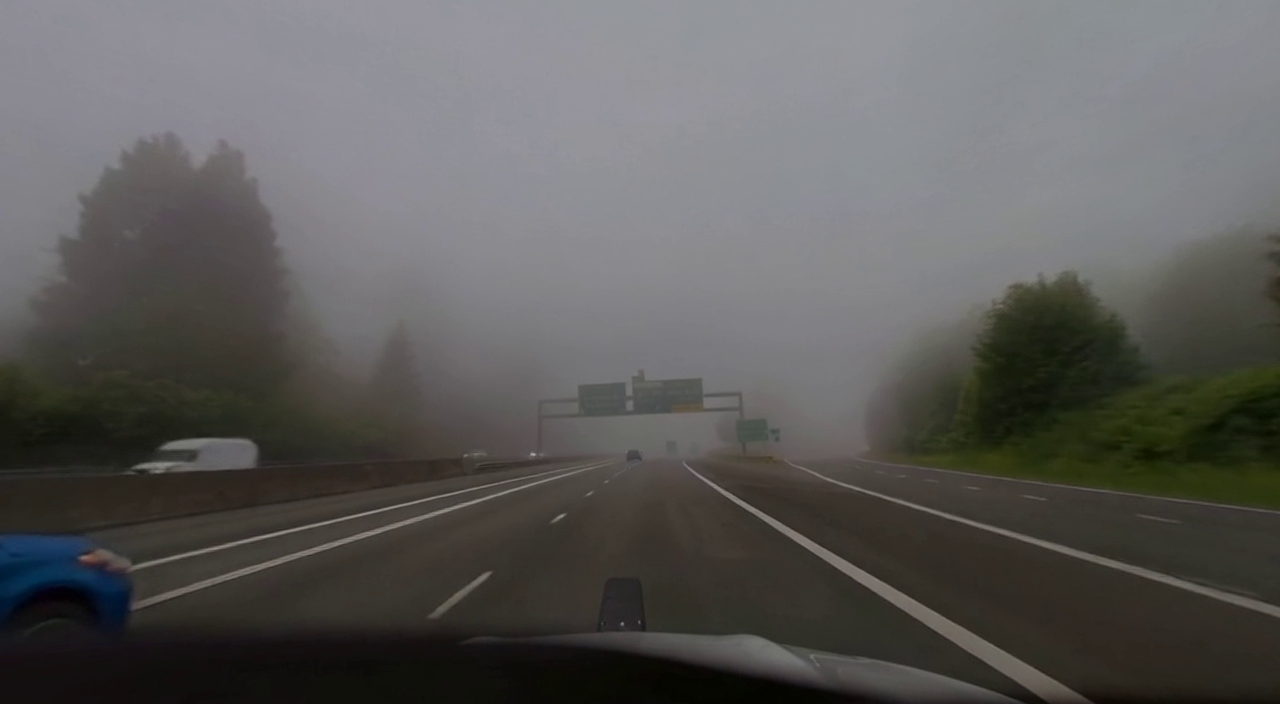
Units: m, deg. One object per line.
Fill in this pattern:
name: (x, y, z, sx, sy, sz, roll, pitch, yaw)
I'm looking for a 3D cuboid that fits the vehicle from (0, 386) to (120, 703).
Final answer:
vehicle: (-3.555, 0.655, 0.769, 2.108, 1.557, 4.344, 0, -9, 0)
